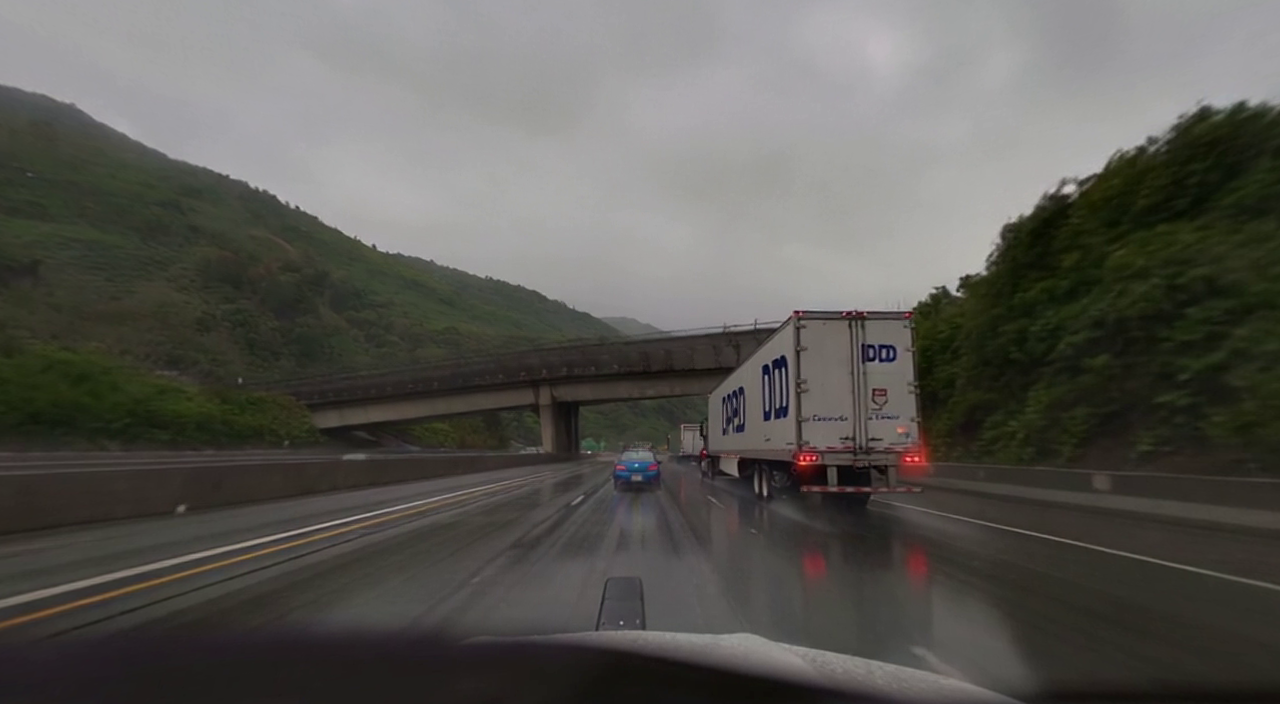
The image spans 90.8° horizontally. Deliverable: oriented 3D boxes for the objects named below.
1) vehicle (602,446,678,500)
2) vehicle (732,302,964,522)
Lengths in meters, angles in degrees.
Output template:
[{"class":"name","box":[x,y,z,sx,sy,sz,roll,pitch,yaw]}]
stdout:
[{"class":"vehicle","box":[0.001,3.553,18.903,2.029,1.437,3.794,0,-9,0]},{"class":"vehicle","box":[4.307,1.680,15.498,2.802,3.956,8.291,0,-9,0]}]
